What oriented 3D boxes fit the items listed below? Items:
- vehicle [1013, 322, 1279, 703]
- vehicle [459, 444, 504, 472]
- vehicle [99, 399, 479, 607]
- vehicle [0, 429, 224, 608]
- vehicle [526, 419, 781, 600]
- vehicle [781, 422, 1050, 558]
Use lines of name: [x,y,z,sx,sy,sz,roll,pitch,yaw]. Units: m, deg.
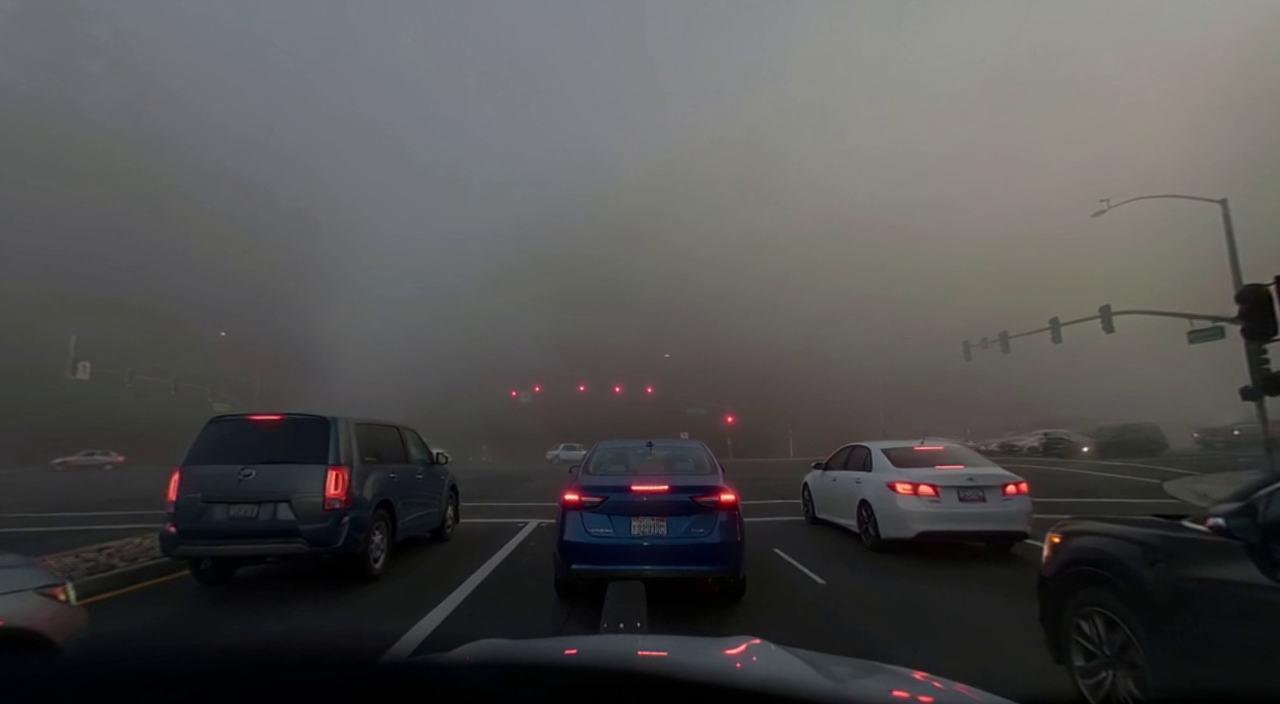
vehicle: [3.267,0.642,1.428,2.178,1.691,4.314,0,-9,0]
vehicle: [-10.905,7.179,43.164,2.447,1.755,5.141,3,-9,-20]
vehicle: [-3.418,1.553,7.353,1.958,1.693,4.242,0,-9,0]
vehicle: [-6.344,1.498,5.923,1.857,1.499,4.335,0,-9,1]
vehicle: [0.056,1.619,7.360,2.114,1.482,4.056,0,-9,-2]
vehicle: [3.542,1.854,9.231,1.874,1.487,4.404,0,-9,-1]
